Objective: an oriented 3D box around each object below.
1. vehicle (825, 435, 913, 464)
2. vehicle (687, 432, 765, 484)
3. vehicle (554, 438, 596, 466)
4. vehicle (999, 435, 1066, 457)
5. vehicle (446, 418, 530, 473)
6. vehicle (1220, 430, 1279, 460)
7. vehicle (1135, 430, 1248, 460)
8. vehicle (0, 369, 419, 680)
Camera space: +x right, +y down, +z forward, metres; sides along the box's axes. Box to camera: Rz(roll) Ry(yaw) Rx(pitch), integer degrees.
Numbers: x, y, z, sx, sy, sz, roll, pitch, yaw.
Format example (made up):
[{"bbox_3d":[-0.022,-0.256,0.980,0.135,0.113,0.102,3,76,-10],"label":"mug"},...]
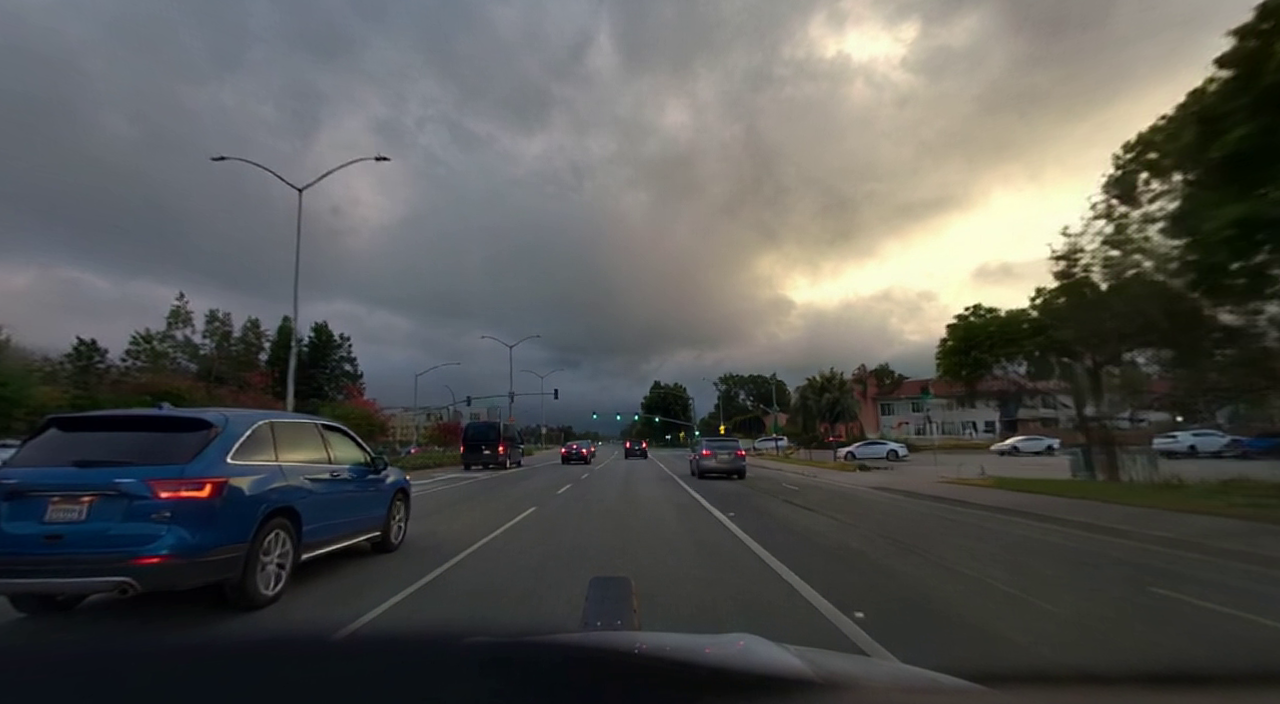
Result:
[{"bbox_3d":[14.418,6.176,39.766,4.626,1.562,2.159,-2,-8,-2],"label":"vehicle"},{"bbox_3d":[3.161,4.031,24.224,2.167,1.792,4.835,0,-9,-2],"label":"vehicle"},{"bbox_3d":[-4.075,6.412,40.445,2.133,1.677,4.727,0,-9,1],"label":"vehicle"},{"bbox_3d":[27.714,6.691,44.638,1.768,1.460,4.677,0,-9,0],"label":"vehicle"},{"bbox_3d":[-7.743,4.884,32.892,2.863,2.592,6.410,0,-9,-1],"label":"vehicle"},{"bbox_3d":[33.237,4.866,32.795,1.817,1.503,4.238,0,-9,-1],"label":"vehicle"},{"bbox_3d":[28.093,4.769,32.256,1.760,1.431,4.343,0,-9,-2],"label":"vehicle"},{"bbox_3d":[-3.818,1.285,5.771,2.038,1.748,4.303,0,-9,-1],"label":"vehicle"}]
